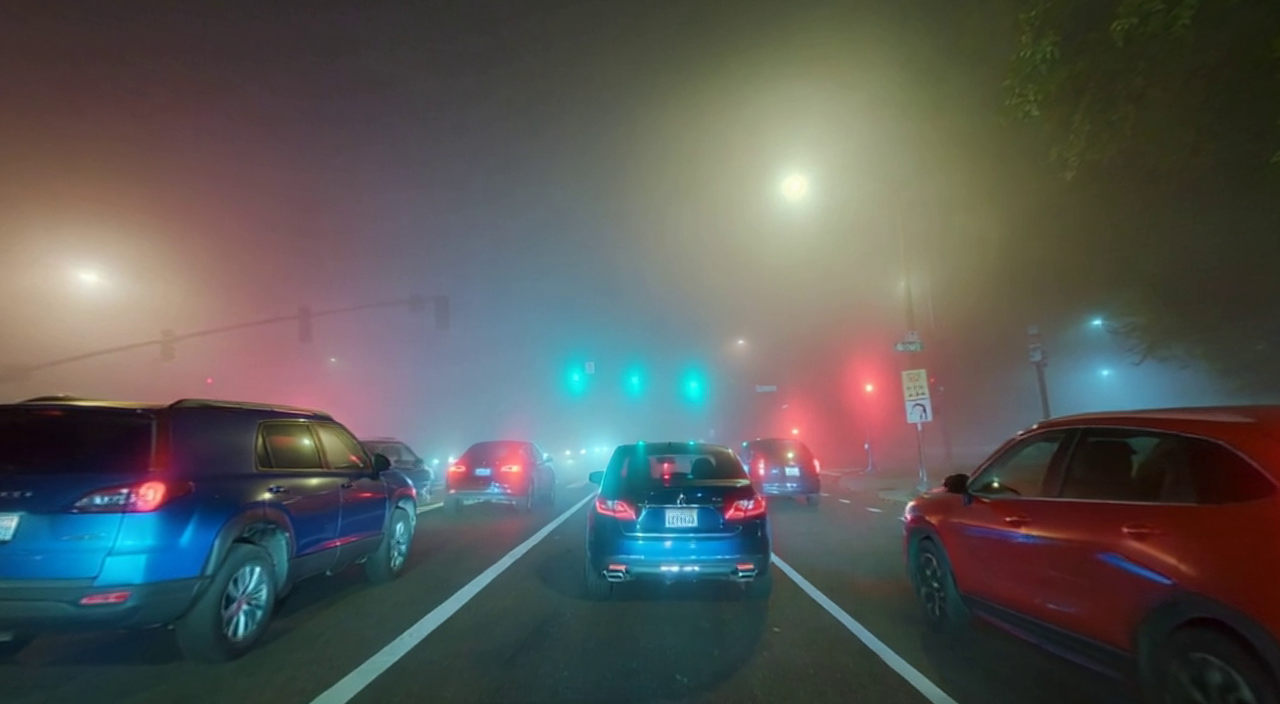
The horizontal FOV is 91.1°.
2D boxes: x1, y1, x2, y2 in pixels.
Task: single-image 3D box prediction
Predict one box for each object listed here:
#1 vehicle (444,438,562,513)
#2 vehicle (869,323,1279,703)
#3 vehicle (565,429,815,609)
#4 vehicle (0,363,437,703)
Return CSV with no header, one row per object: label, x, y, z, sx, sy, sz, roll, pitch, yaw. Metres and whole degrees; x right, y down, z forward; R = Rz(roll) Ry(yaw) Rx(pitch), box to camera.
vehicle,-3.077,2.851,15.024,1.868,1.516,4.114,0,-8,1
vehicle,3.072,1.001,3.522,1.880,1.747,4.500,0,-8,0
vehicle,0.398,1.673,7.206,2.051,1.460,3.932,0,-8,0
vehicle,-3.447,1.252,5.419,1.889,1.767,4.289,0,-8,1
